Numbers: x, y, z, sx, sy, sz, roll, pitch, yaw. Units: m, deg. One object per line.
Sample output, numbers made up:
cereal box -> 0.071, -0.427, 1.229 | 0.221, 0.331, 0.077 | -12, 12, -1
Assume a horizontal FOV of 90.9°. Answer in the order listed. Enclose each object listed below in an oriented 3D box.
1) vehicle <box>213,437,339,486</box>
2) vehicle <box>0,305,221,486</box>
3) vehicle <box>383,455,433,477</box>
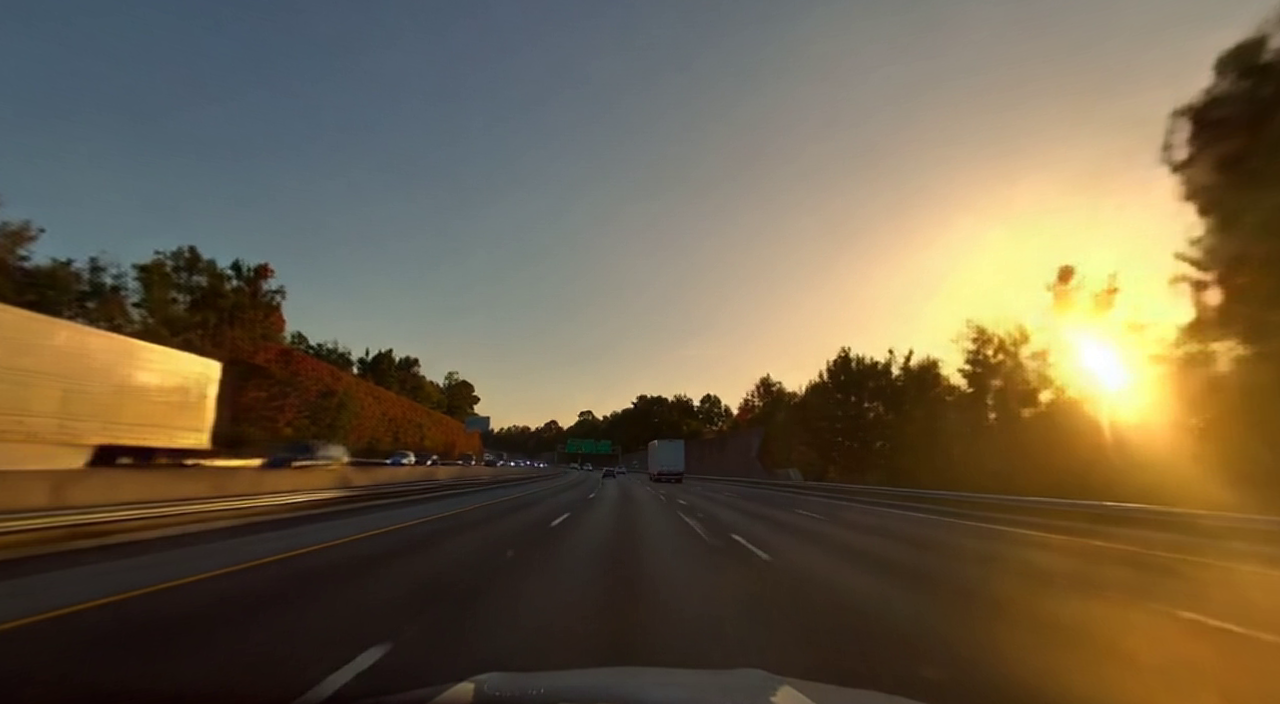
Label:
vehicle -> -11.874, 3.659, 20.910 | 1.850, 1.440, 3.928 | 1, -11, -1
vehicle -> -15.920, 1.036, 14.611 | 2.843, 4.003, 14.134 | 1, -11, -1
vehicle -> -16.647, 8.246, 45.461 | 1.914, 1.484, 4.634 | 1, -11, -2
